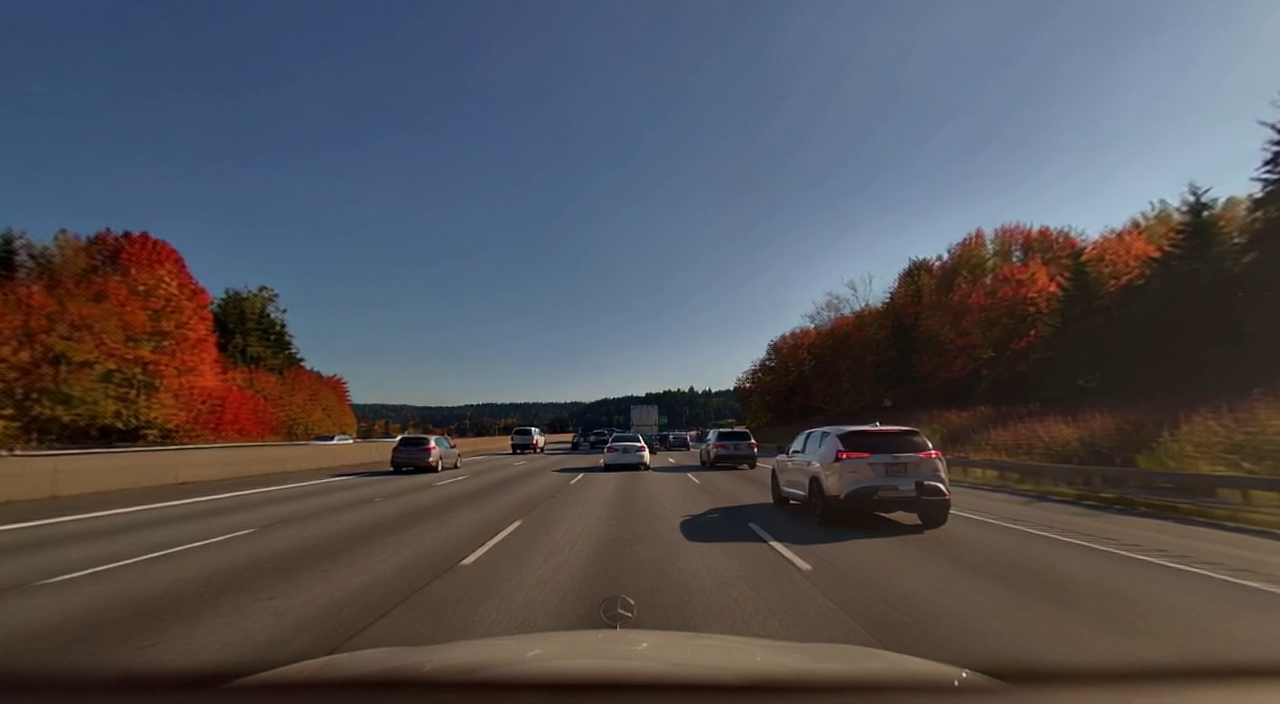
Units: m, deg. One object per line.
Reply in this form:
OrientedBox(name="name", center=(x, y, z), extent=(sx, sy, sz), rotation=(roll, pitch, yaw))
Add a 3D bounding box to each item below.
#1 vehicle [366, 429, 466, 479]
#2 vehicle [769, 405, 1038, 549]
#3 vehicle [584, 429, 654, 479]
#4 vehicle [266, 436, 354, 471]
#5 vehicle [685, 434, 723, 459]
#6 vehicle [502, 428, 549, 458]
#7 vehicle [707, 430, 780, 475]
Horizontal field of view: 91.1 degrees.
OrientedBox(name="vehicle", center=(-7.597, 3.473, 21.736), extent=(1.934, 1.526, 3.966), rotation=(0, -8, 1))
OrientedBox(name="vehicle", center=(3.504, 1.736, 9.497), extent=(2.095, 1.650, 4.331), rotation=(0, -8, -1))
OrientedBox(name="vehicle", center=(-0.686, 3.387, 21.207), extent=(2.111, 1.494, 4.364), rotation=(0, -8, -1))
OrientedBox(name="vehicle", center=(-15.392, 4.713, 29.601), extent=(1.875, 1.509, 4.135), rotation=(0, -8, 0))
OrientedBox(name="vehicle", center=(3.971, 5.915, 39.508), extent=(1.909, 1.442, 4.184), rotation=(0, -8, 0))
OrientedBox(name="vehicle", center=(-7.384, 5.929, 41.078), extent=(2.117, 1.779, 4.745), rotation=(0, -8, 1))
OrientedBox(name="vehicle", center=(3.782, 3.727, 23.734), extent=(1.972, 1.516, 4.514), rotation=(0, -8, 0))
